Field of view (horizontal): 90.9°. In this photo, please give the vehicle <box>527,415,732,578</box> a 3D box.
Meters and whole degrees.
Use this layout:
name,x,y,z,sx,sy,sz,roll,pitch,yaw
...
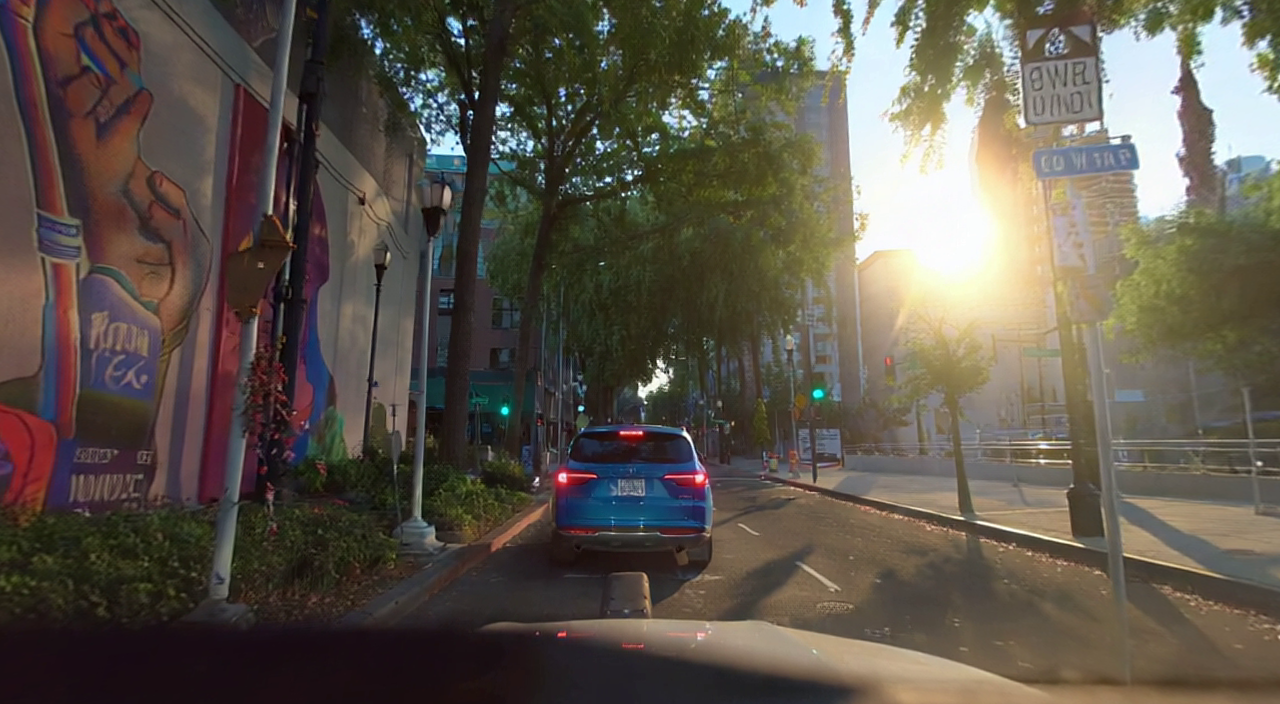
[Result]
name,x,y,z,sx,sy,sz,roll,pitch,yaw
vehicle,-0.131,1.755,8.389,2.079,1.621,3.861,0,-8,-1
